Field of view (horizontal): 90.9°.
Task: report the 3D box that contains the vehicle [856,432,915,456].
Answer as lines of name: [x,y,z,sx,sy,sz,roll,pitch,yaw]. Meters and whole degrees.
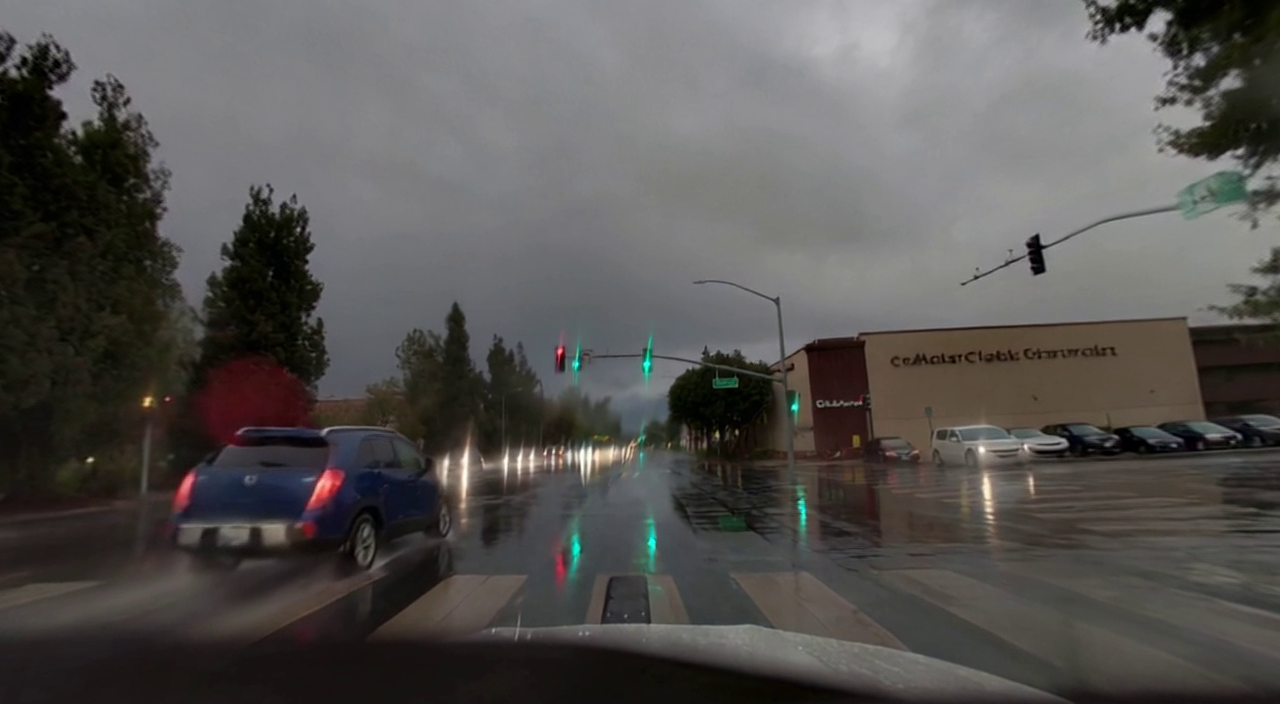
vehicle: [17.320,6.486,44.503,3.329,1.415,1.821,-5,-9,3]

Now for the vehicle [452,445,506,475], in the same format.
vehicle: [-9.283,6.256,36.709,2.026,1.616,4.199,0,-8,0]

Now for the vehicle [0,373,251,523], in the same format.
vehicle: [-16.521,2.791,18.437,3.161,3.455,11.058,0,-8,0]

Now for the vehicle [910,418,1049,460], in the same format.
vehicle: [13.931,3.605,26.067,4.566,1.670,2.000,0,-8,-3]

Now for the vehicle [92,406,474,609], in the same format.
vehicle: [-3.517,1.597,7.470,1.934,1.649,4.490,0,-8,-1]

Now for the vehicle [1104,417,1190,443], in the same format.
vehicle: [31.246,4.855,39.004,1.823,1.480,4.003,0,-8,-3]

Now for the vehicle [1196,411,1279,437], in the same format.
vehicle: [38.367,4.596,39.983,1.715,1.480,4.701,-1,-9,-1]

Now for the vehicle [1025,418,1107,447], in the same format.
vehicle: [26.373,5.054,39.208,2.011,1.656,4.163,0,-8,-2]
